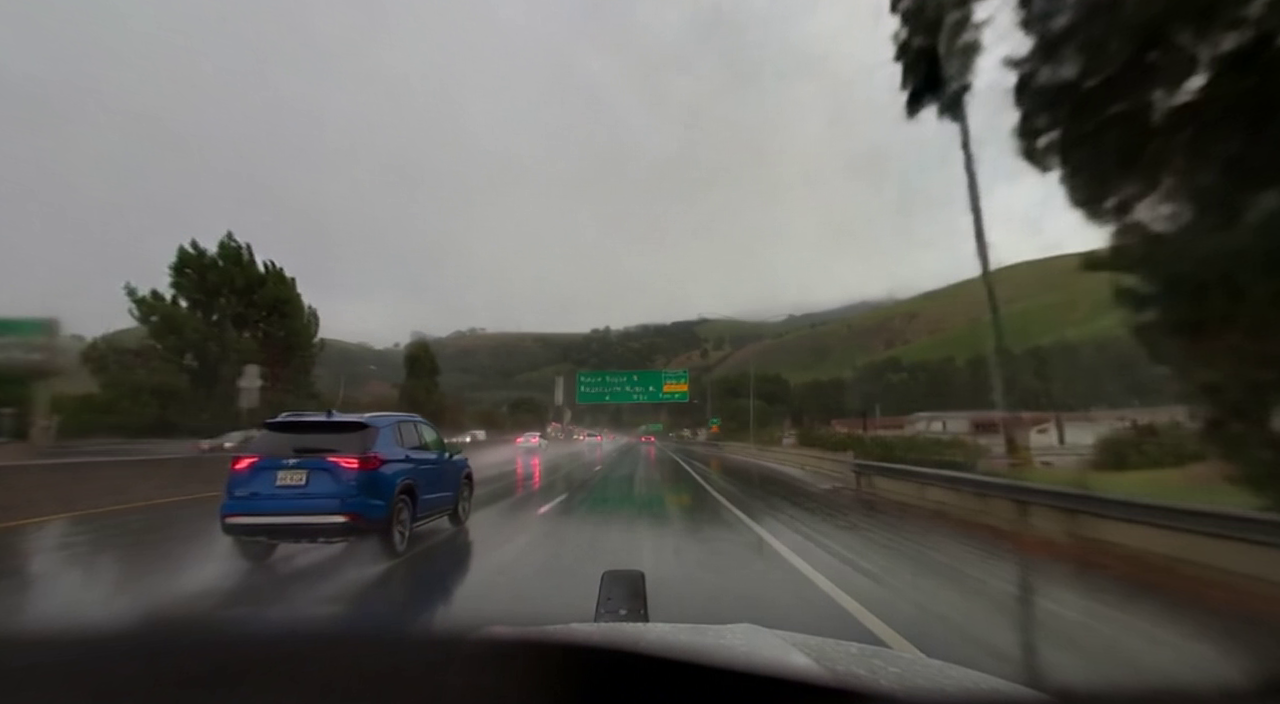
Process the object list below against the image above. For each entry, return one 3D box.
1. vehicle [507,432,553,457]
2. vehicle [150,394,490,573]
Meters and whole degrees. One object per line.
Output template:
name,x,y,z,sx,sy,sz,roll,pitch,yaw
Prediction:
vehicle,-7.014,5.970,40.730,1.963,1.476,4.739,-1,-8,2
vehicle,-3.644,1.586,8.395,2.138,1.718,4.415,-1,-8,1
